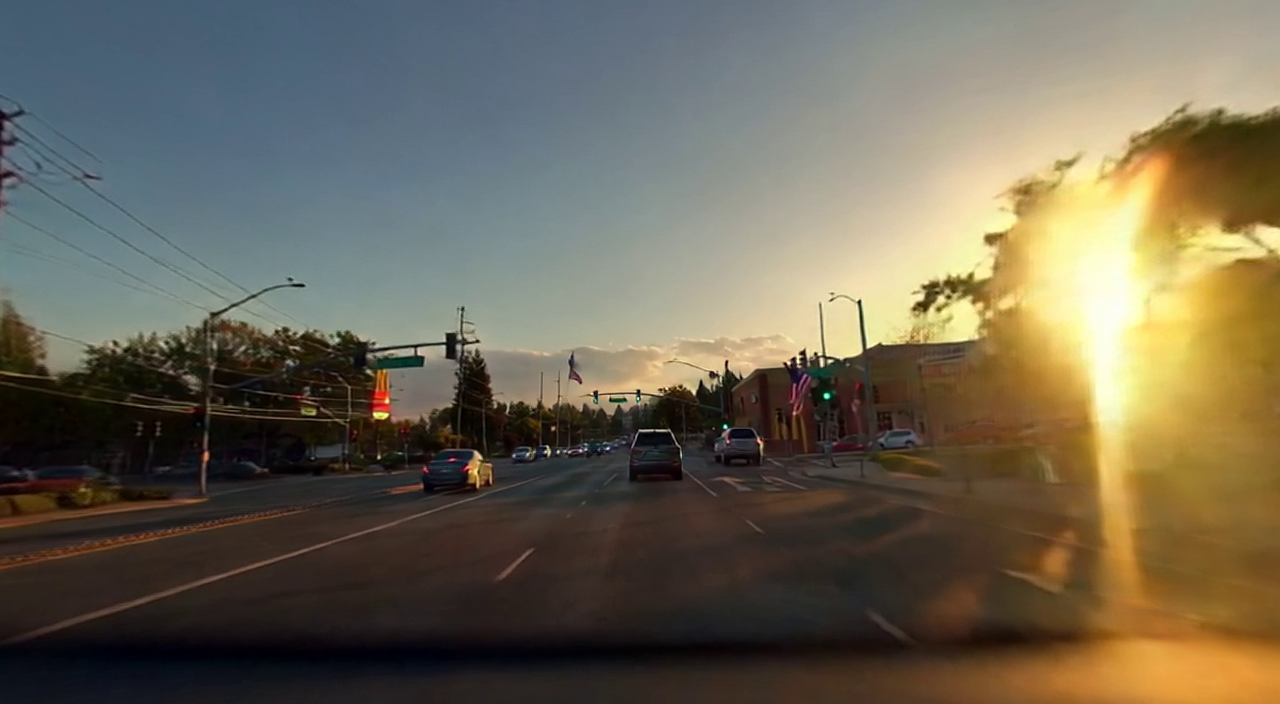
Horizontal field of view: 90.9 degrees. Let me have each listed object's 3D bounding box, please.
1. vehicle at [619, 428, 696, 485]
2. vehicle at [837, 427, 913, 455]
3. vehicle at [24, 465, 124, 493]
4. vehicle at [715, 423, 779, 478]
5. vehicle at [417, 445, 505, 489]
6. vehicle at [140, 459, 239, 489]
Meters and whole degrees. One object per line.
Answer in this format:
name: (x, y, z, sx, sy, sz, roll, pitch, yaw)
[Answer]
vehicle: (0.565, 3.803, 23.272, 2.513, 1.854, 5.235, 0, -8, 0)
vehicle: (15.331, 5.813, 41.186, 4.386, 1.760, 2.228, 4, -9, -29)
vehicle: (-37.698, 8.428, 42.064, 4.839, 1.742, 1.993, -1, -8, 4)
vehicle: (4.677, 4.294, 27.727, 2.452, 2.148, 5.877, -1, -8, 9)
vehicle: (-6.535, 4.223, 23.630, 1.966, 1.461, 4.422, 0, -8, 0)
vehicle: (-29.707, 8.037, 41.695, 4.890, 1.806, 2.205, 0, -8, 2)
